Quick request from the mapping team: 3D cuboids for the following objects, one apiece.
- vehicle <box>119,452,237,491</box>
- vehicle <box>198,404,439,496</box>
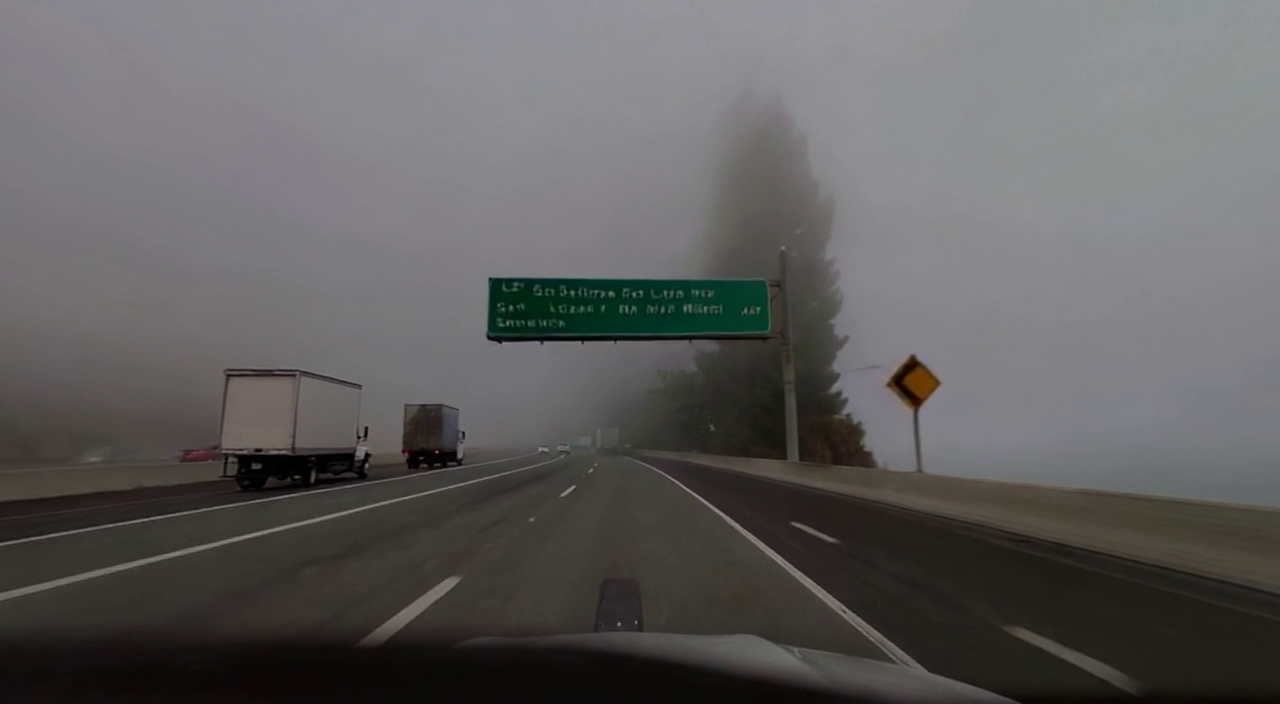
[{"bbox_3d":[-19.789,5.101,27.417,1.842,1.452,4.612,0,-8,-3],"label":"vehicle"},{"bbox_3d":[-11.775,3.948,25.954,3.270,2.674,14.547,0,-8,-4],"label":"vehicle"}]
